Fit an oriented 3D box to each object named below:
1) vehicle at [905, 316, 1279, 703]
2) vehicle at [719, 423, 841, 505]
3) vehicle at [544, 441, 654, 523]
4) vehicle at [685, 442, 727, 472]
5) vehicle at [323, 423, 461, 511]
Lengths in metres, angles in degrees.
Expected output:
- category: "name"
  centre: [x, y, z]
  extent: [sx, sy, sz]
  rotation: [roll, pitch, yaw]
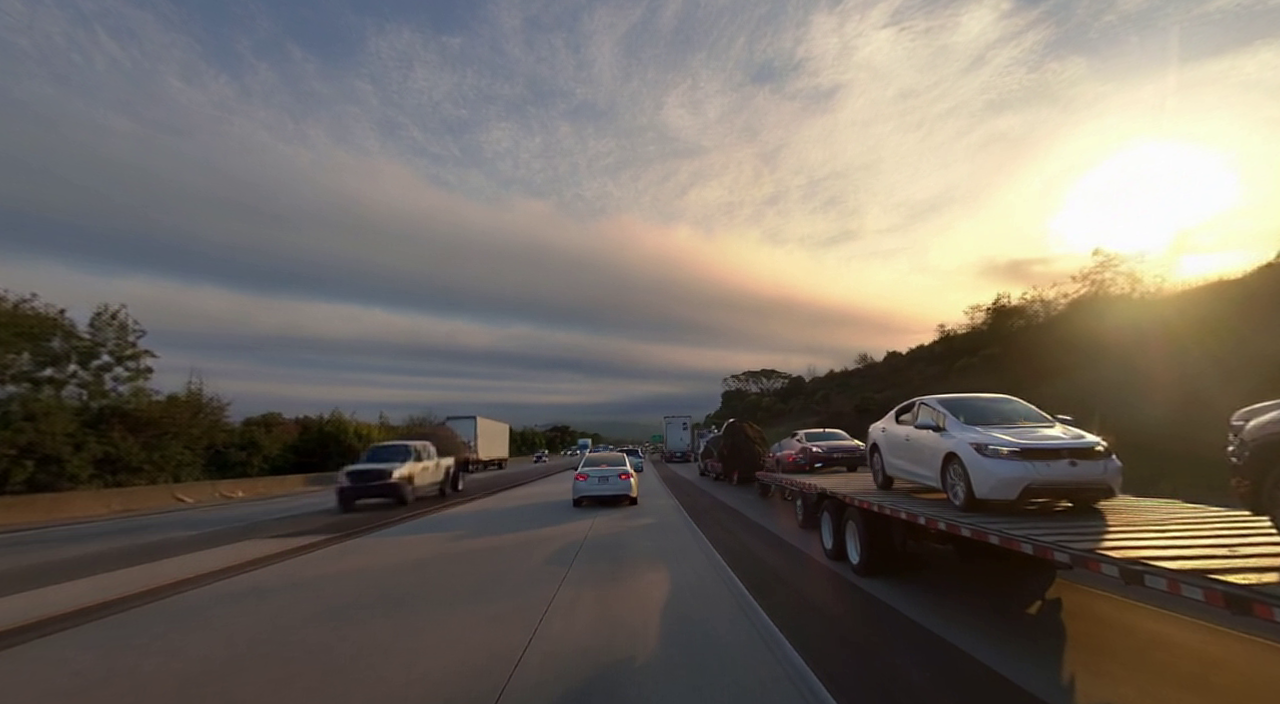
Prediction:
- category: "vehicle"
  centre: [3.484, 0.937, 3.602]
  extent: [1.959, 1.783, 4.407]
  rotation: [0, -9, 0]
- category: "vehicle"
  centre: [3.498, 2.908, 16.627]
  extent: [2.303, 1.889, 3.920]
  rotation: [0, -9, 0]
- category: "vehicle"
  centre: [-0.723, 2.645, 13.283]
  extent: [1.991, 1.466, 3.675]
  rotation: [0, -9, 0]
- category: "vehicle"
  centre: [3.823, 6.150, 37.059]
  extent: [1.938, 1.660, 4.223]
  rotation: [0, -9, -1]
- category: "vehicle"
  centre: [-8.315, 3.922, 21.955]
  extent: [2.385, 2.627, 5.771]
  rotation: [0, -9, 0]
